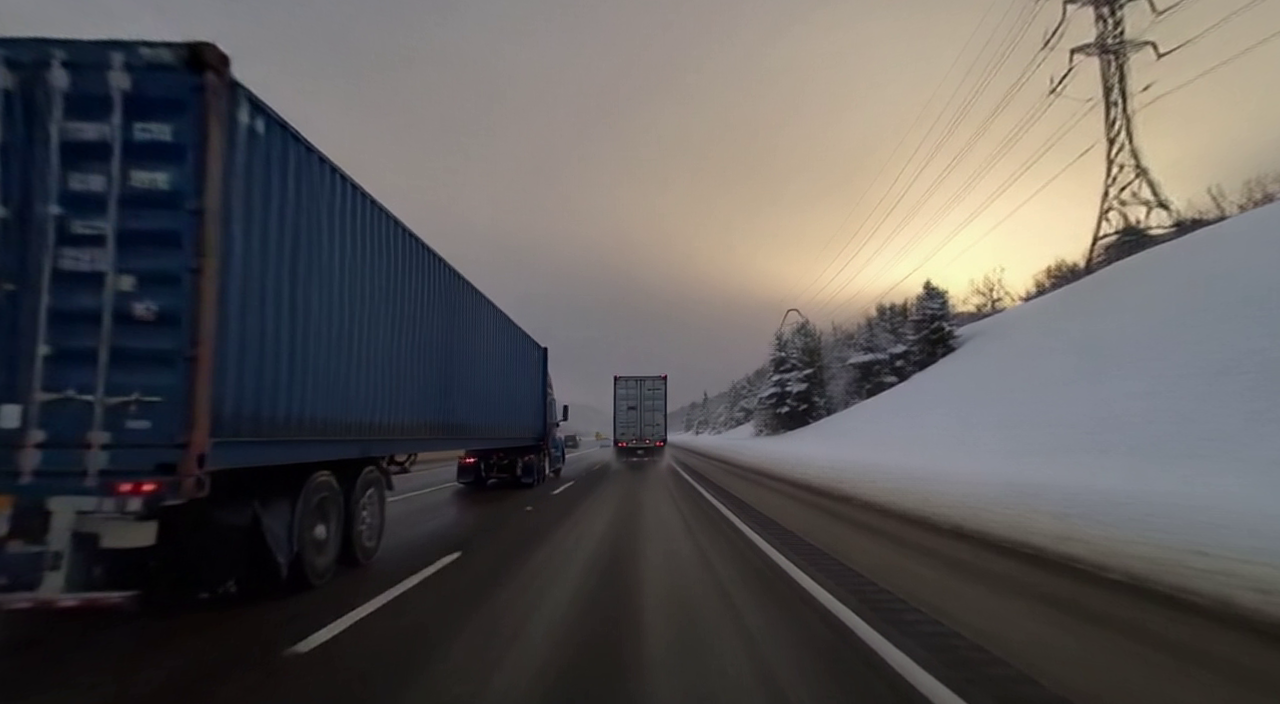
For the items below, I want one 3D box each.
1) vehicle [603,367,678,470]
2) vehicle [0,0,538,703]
[{"bbox_3d":[-0.060,3.493,31.121,3.006,4.120,11.586,0,-8,-1],"label":"vehicle"},{"bbox_3d":[-4.122,0.362,8.319,3.065,4.105,13.706,0,-8,1],"label":"vehicle"}]
